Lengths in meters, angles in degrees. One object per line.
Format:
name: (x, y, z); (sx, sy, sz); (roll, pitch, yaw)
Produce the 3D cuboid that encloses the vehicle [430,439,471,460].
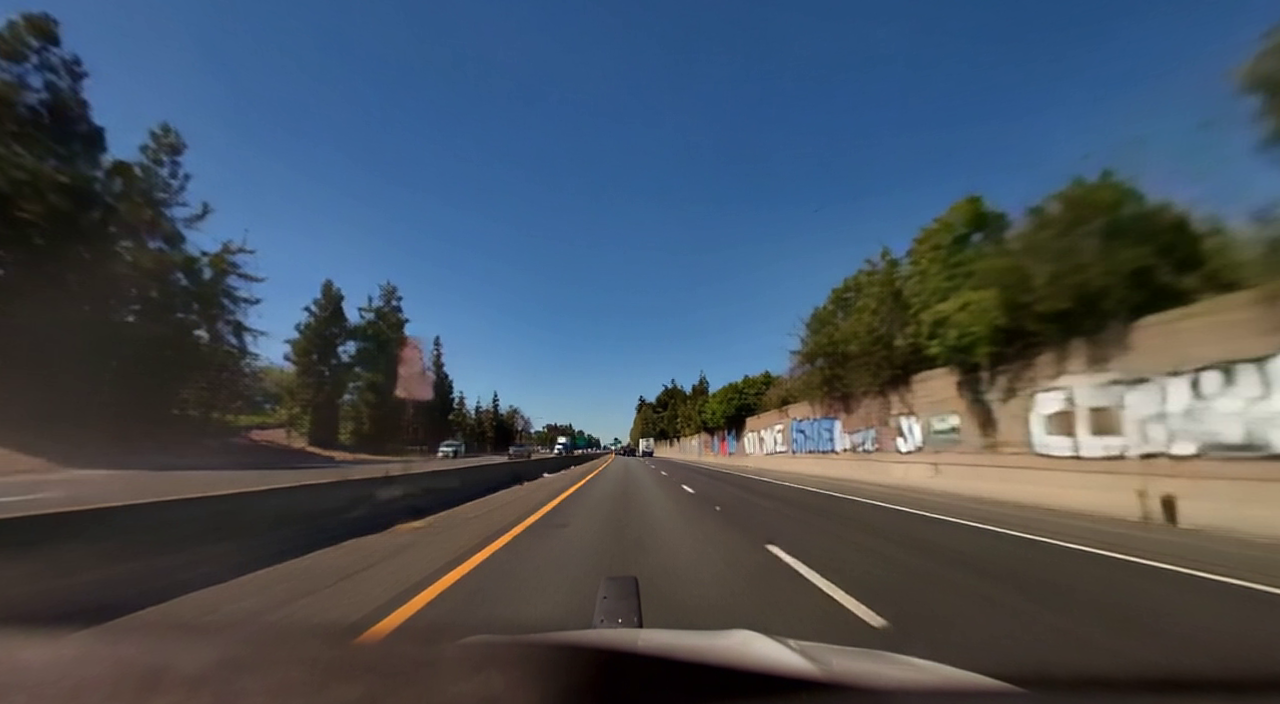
vehicle: (-14.534, 7.496, 48.291); (1.921, 1.551, 4.132); (0, -9, -1)
